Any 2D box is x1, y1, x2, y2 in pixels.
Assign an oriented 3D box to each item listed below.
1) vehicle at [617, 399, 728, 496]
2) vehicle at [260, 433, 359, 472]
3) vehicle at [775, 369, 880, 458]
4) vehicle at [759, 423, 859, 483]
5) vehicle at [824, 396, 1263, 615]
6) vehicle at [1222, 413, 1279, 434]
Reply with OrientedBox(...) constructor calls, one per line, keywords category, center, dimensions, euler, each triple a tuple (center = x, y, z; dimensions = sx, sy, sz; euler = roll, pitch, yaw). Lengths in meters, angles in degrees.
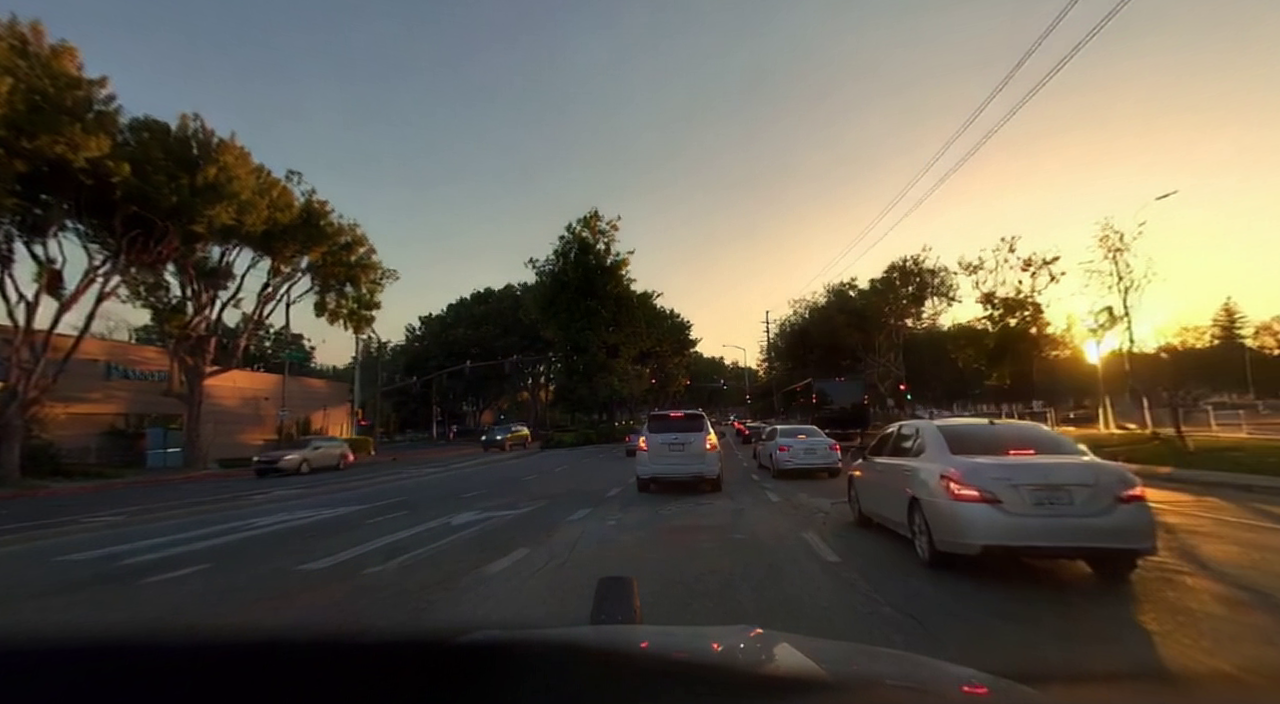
OrientedBox(category="vehicle", center=(0.884, 2.235, 14.758), dimensions=(2.188, 1.892, 4.488), euler=(-1, -9, 6))
OrientedBox(category="vehicle", center=(-15.768, 4.814, 30.331), dimensions=(1.950, 1.713, 4.406), euler=(-1, -9, 7))
OrientedBox(category="vehicle", center=(9.181, 3.348, 32.138), dimensions=(2.965, 3.900, 9.064), euler=(0, -9, 3))
OrientedBox(category="vehicle", center=(4.509, 2.785, 17.450), dimensions=(1.862, 1.451, 4.083), euler=(0, -9, 4))
OrientedBox(category="vehicle", center=(3.489, 1.416, 6.789), dimensions=(2.109, 1.500, 4.585), euler=(-1, -9, 7))
OrientedBox(category="vehicle", center=(49.069, 5.670, 49.725), dimensions=(1.817, 1.438, 4.643), euler=(-1, -9, 3))
